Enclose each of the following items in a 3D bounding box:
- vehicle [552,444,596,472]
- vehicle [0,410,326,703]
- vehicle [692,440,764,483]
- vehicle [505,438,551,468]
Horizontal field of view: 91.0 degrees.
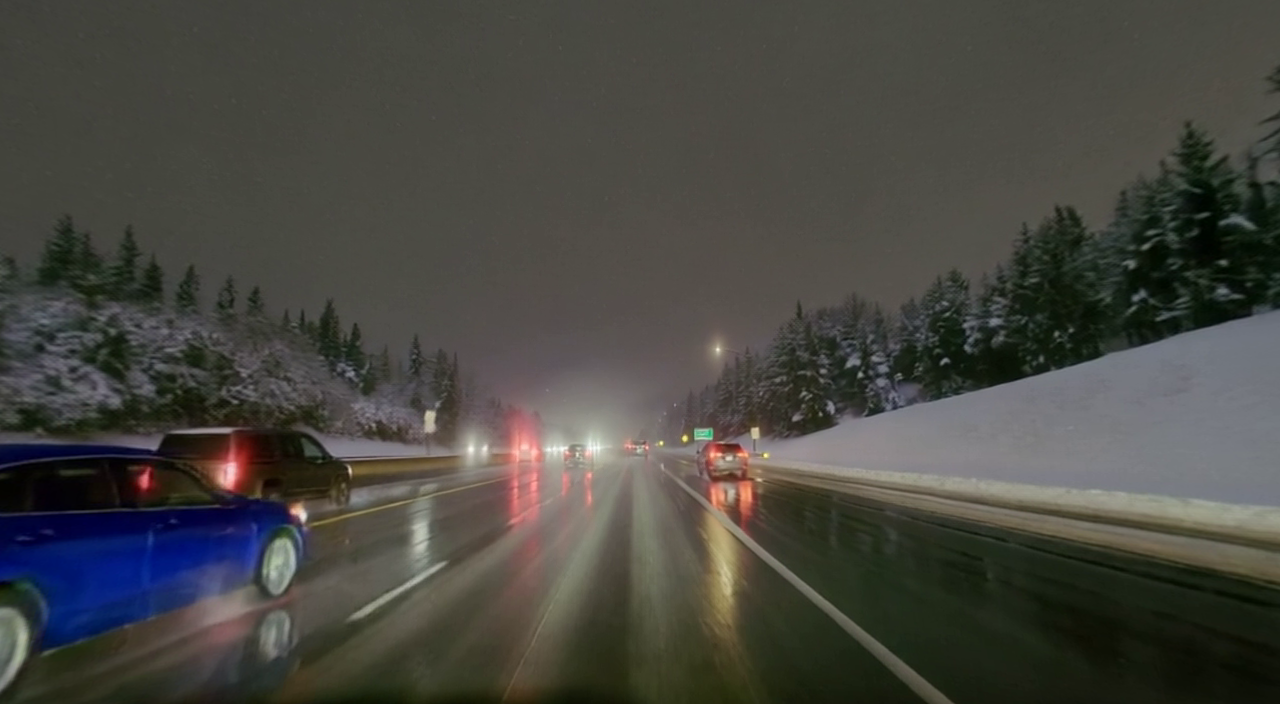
[{"bbox_3d":[-3.746,6.065,36.280,2.071,1.478,4.130,0,-9,0],"label":"vehicle"},{"bbox_3d":[-4.049,1.166,3.828,1.988,1.506,4.416,0,-9,0],"label":"vehicle"},{"bbox_3d":[3.337,4.262,24.775,2.141,1.507,4.510,0,-9,-1],"label":"vehicle"},{"bbox_3d":[-7.051,6.430,40.099,2.111,1.811,4.391,0,-9,0],"label":"vehicle"}]
